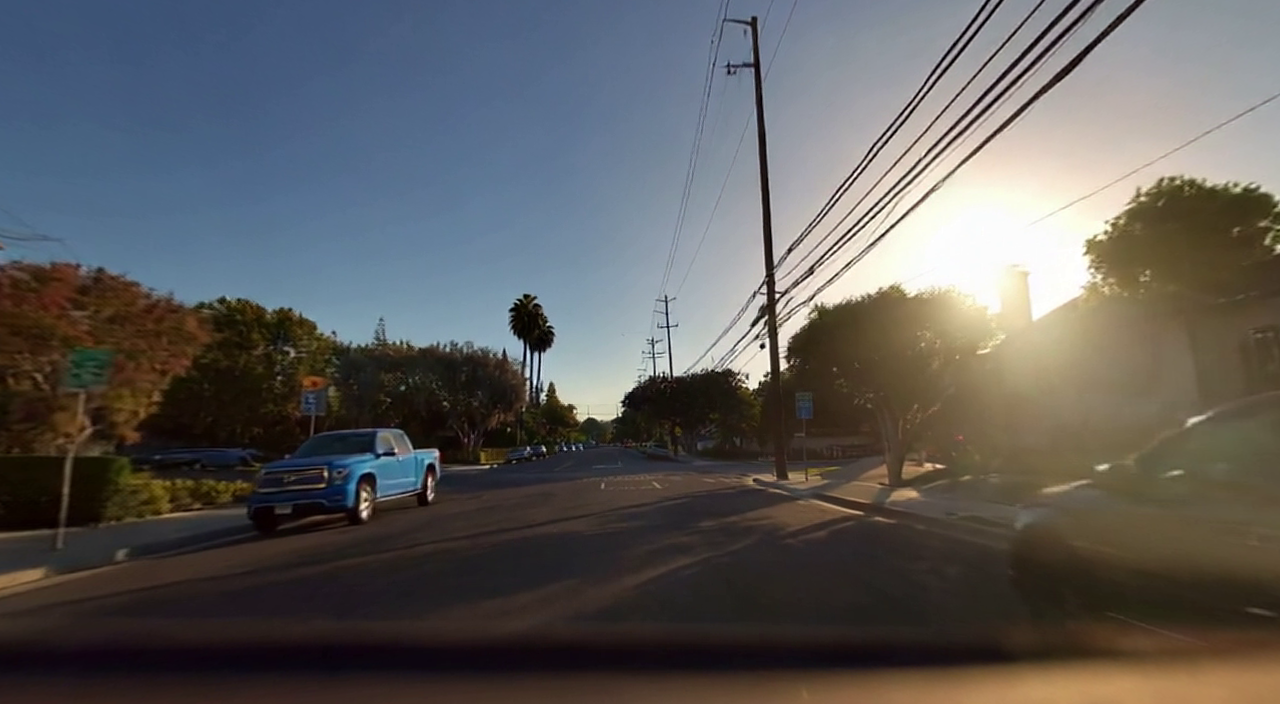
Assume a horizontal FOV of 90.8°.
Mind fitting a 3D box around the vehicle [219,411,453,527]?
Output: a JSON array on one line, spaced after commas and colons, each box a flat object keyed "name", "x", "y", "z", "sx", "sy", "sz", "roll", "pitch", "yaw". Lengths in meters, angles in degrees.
[{"name": "vehicle", "x": -6.344, "y": 2.526, "z": 14.420, "sx": 2.455, "sy": 2.045, "sz": 6.171, "roll": 0, "pitch": -8, "yaw": -2}]

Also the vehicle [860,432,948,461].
[{"name": "vehicle", "x": 15.764, "y": 5.656, "z": 37.858, "sx": 4.381, "sy": 1.645, "sz": 2.013, "roll": 0, "pitch": -8, "yaw": -2}]

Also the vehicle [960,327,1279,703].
[{"name": "vehicle", "x": 3.480, "y": 0.764, "z": 2.197, "sx": 2.167, "sy": 1.746, "sz": 4.541, "roll": 0, "pitch": -8, "yaw": -3}]

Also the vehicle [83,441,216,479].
[{"name": "vehicle", "x": -28.534, "y": 6.301, "z": 36.932, "sx": 5.660, "sy": 2.110, "sz": 2.321, "roll": 0, "pitch": -8, "yaw": -2}]
